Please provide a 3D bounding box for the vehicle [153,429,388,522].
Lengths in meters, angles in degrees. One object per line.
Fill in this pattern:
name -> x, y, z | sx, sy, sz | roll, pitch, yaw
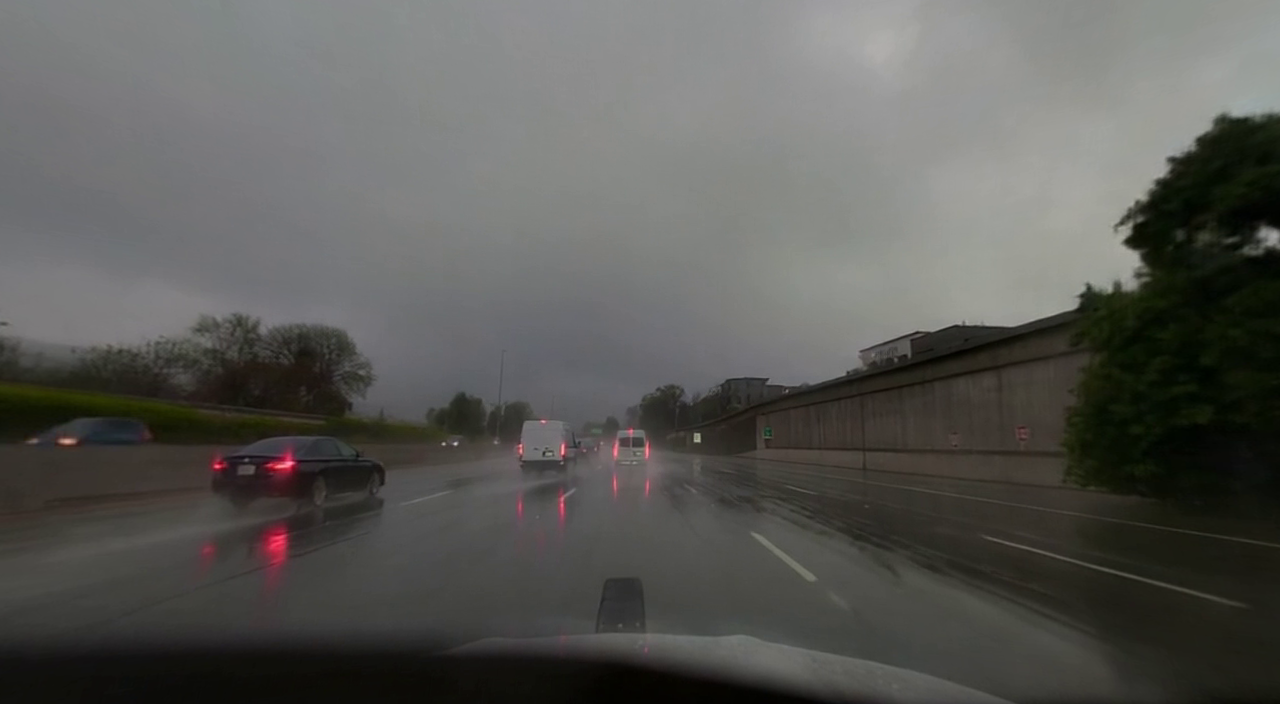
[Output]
vehicle -> -6.972, 2.375, 12.643 | 1.959, 1.493, 4.575 | 0, -9, 0

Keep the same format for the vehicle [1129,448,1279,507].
vehicle -> 21.233, 4.507, 23.238 | 2.083, 1.873, 5.209 | 0, -9, -1

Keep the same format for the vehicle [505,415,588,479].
vehicle -> -3.654, 3.908, 25.925 | 2.504, 2.276, 5.933 | 0, -9, 0

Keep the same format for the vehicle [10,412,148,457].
vehicle -> -22.903, 3.445, 25.977 | 1.887, 1.675, 4.333 | 1, -9, -4

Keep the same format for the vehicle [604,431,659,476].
vehicle -> -0.338, 4.388, 27.365 | 2.207, 1.807, 4.199 | 0, -9, 0
